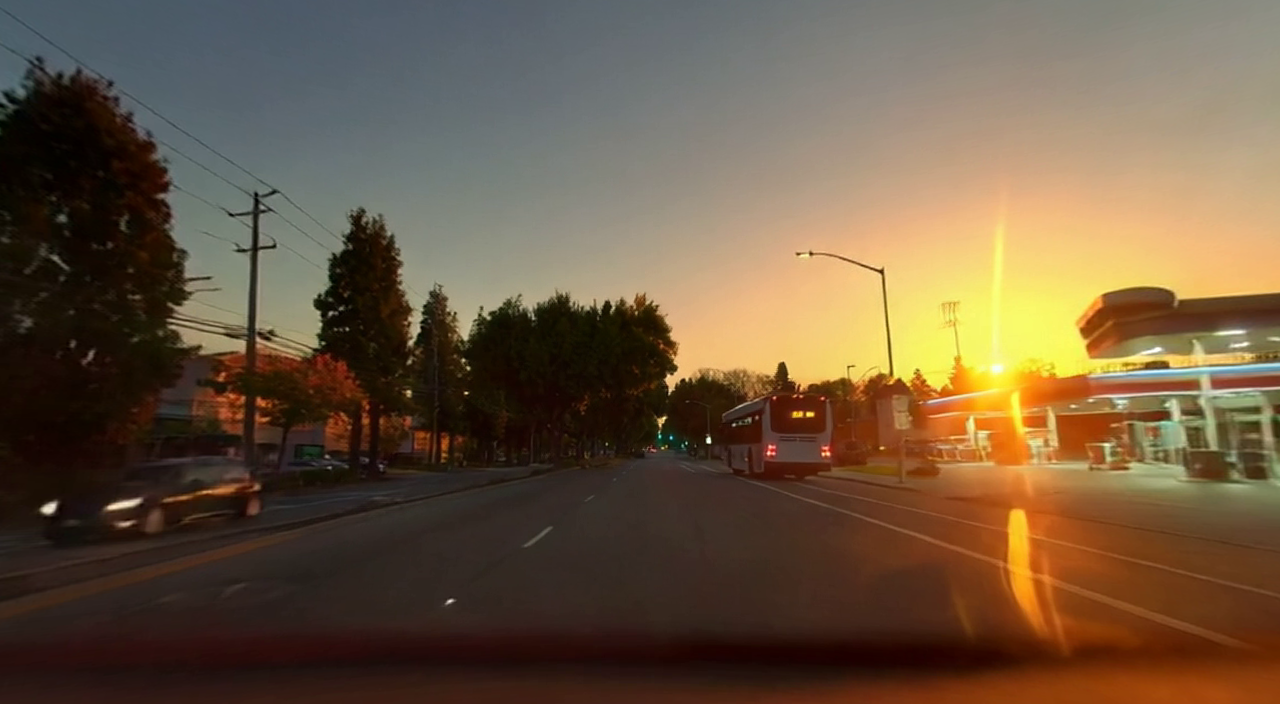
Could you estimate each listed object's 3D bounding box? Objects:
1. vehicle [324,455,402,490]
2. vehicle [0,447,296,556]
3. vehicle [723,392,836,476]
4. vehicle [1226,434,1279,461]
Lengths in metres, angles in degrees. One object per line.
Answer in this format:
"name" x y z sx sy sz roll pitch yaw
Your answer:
"vehicle" -13.384 5.825 30.756 1.779 1.476 4.260 0 -8 2
"vehicle" -8.227 2.416 11.013 1.900 1.481 4.317 0 -8 2
"vehicle" 8.631 5.519 41.550 4.582 4.678 12.589 0 -8 0
"vehicle" 44.639 6.717 44.404 1.948 1.776 5.438 -1 -8 8
